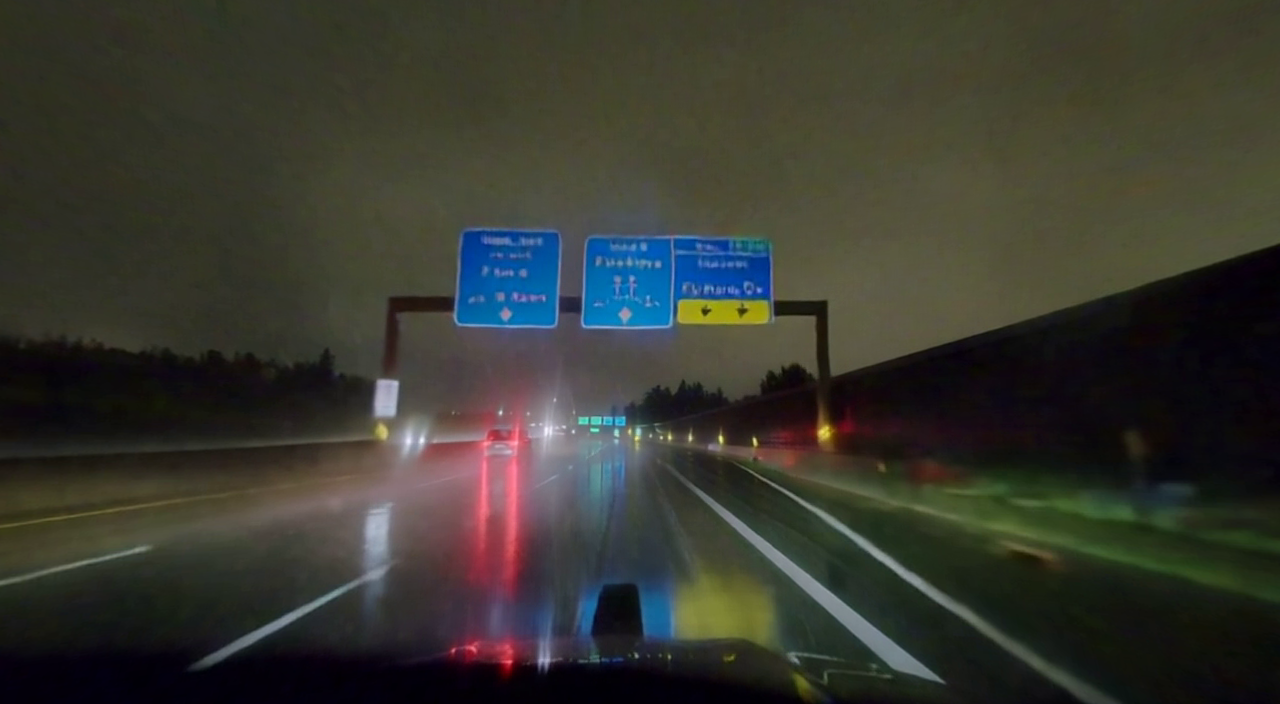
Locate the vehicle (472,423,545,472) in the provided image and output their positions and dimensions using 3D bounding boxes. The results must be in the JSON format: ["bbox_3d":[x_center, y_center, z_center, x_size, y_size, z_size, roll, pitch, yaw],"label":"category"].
[{"bbox_3d":[-4.964,3.647,24.314,2.007,1.727,4.040,0,-8,-1],"label":"vehicle"}]
